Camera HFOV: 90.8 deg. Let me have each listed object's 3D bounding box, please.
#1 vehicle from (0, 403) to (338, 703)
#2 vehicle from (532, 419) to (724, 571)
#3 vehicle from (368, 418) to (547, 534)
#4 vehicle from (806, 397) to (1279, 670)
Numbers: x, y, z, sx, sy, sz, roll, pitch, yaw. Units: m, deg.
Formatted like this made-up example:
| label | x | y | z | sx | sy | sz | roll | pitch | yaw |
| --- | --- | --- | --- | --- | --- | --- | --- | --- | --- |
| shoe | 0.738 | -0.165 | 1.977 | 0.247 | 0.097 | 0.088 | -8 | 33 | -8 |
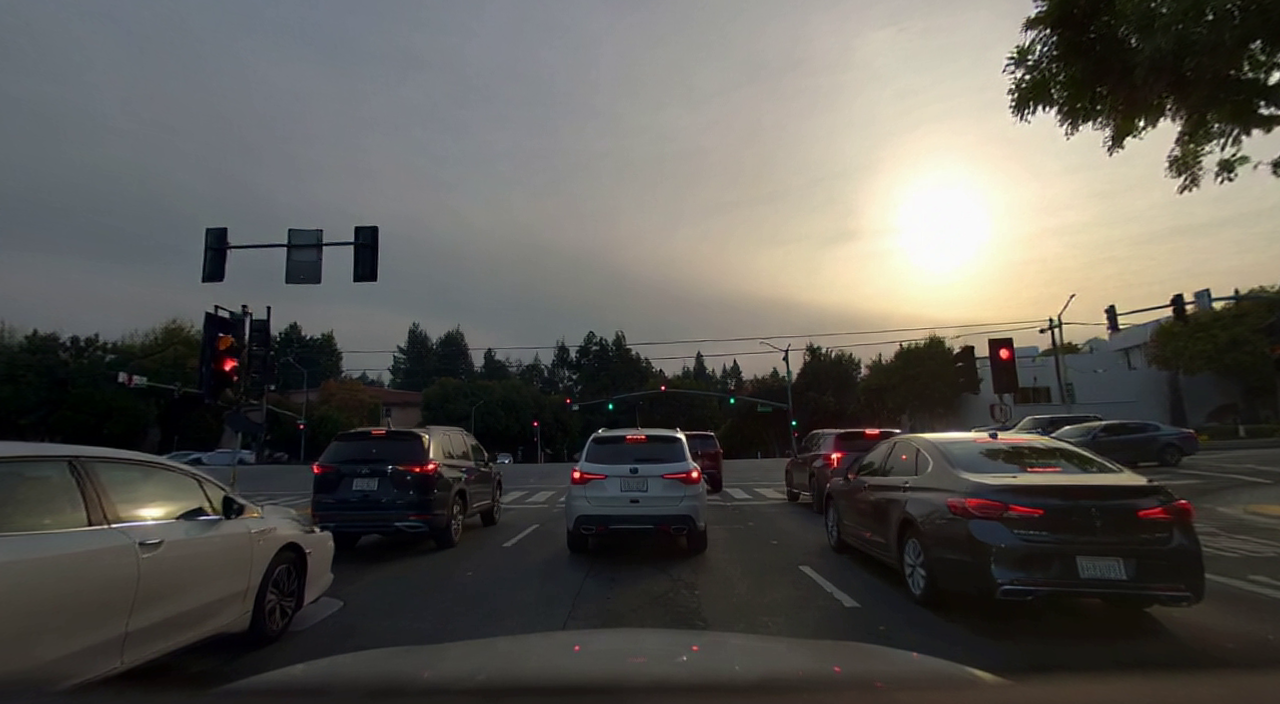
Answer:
| label | x | y | z | sx | sy | sz | roll | pitch | yaw |
| --- | --- | --- | --- | --- | --- | --- | --- | --- | --- |
| vehicle | -3.350 | 0.974 | 2.555 | 1.863 | 1.495 | 4.667 | 0 | -8 | 1 |
| vehicle | -0.104 | 1.848 | 8.873 | 2.106 | 1.655 | 3.717 | 0 | -8 | 1 |
| vehicle | -3.203 | 2.277 | 12.208 | 2.048 | 1.805 | 4.405 | 0 | -8 | 1 |
| vehicle | 3.223 | 1.439 | 6.174 | 2.006 | 1.659 | 4.462 | 0 | -8 | 0 |
